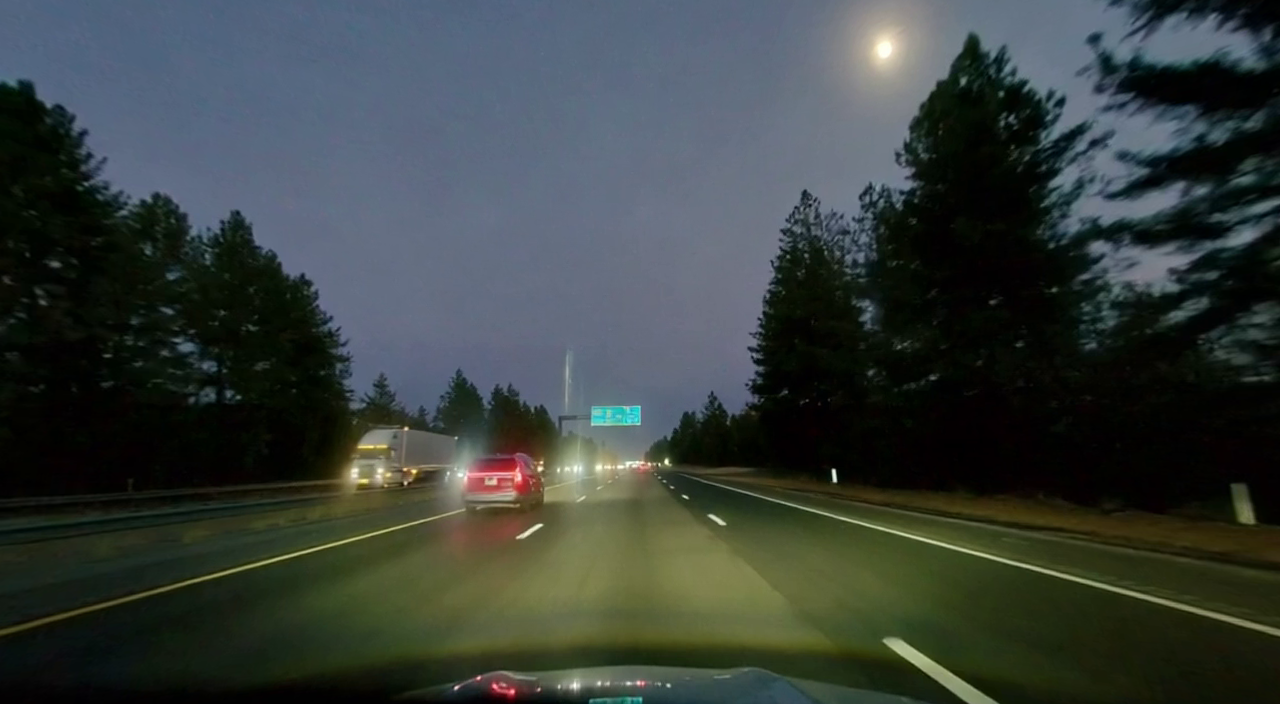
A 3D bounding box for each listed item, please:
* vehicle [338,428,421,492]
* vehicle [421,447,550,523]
[{"bbox_3d":[-17.574,7.396,42.977,2.973,3.982,5.879,1,-10,-1],"label":"vehicle"},{"bbox_3d":[-3.605,3.242,15.664,2.081,1.586,4.245,1,-10,0],"label":"vehicle"}]
